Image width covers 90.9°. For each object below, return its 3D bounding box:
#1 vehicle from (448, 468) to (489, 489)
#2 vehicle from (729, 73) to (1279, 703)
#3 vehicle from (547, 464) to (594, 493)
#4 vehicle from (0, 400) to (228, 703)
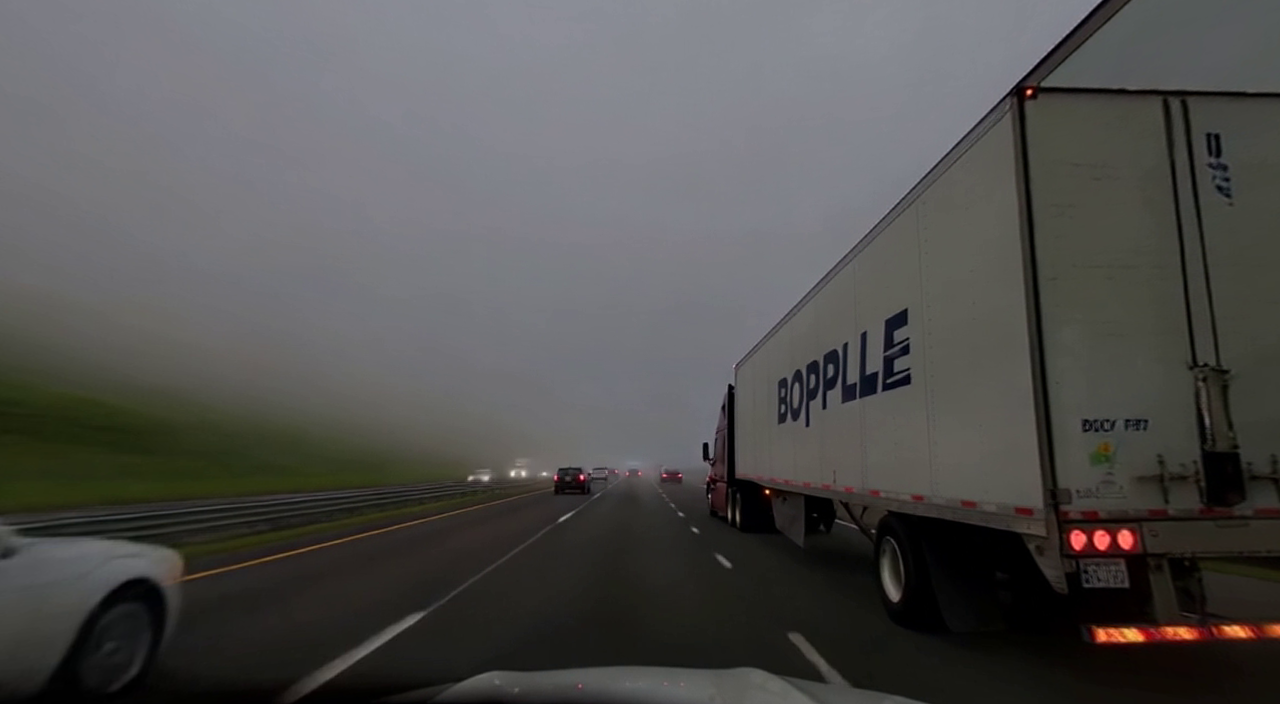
[{"bbox_3d":[-12.189,9.013,45.083,1.952,1.358,4.081,1,-10,-2],"label":"vehicle"},{"bbox_3d":[3.997,1.384,10.869,2.839,4.062,14.051,1,-11,0],"label":"vehicle"},{"bbox_3d":[-4.014,7.430,37.201,2.088,1.566,4.853,1,-11,1],"label":"vehicle"},{"bbox_3d":[-3.395,0.752,1.386,2.021,1.505,4.286,1,-11,0],"label":"vehicle"}]
